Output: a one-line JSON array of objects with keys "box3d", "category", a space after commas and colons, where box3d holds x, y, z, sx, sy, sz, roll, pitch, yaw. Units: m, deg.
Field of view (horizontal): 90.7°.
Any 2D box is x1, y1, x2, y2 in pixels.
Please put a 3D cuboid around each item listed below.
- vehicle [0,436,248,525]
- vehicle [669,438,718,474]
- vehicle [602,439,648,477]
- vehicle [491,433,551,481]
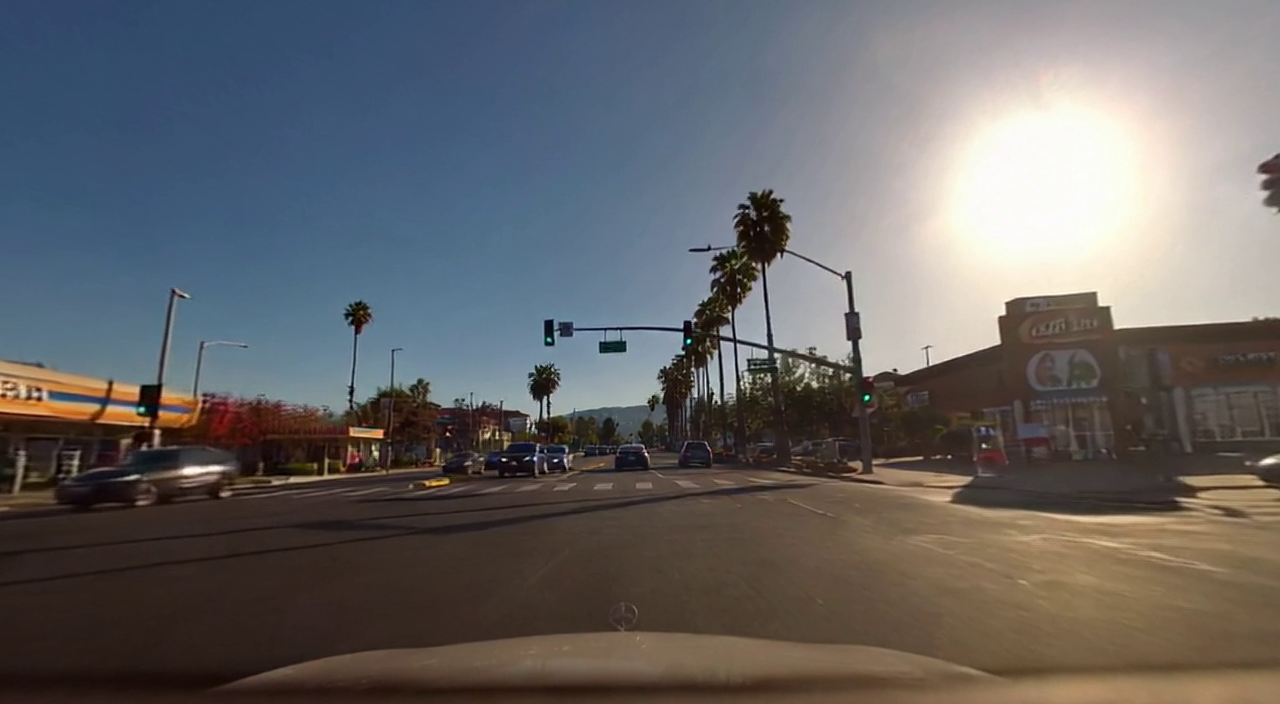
[{"box3d": [-13.244, 3.204, 16.498, 2.287, 1.874, 5.798, 0, -9, 0], "category": "vehicle"}, {"box3d": [2.977, 5.943, 36.286, 2.190, 1.913, 5.174, 0, -9, -2], "category": "vehicle"}, {"box3d": [-0.705, 5.323, 31.865, 2.177, 1.754, 3.815, 0, -9, 0], "category": "vehicle"}, {"box3d": [-5.671, 5.079, 30.807, 2.072, 2.107, 4.723, 0, -9, -1], "category": "vehicle"}]
